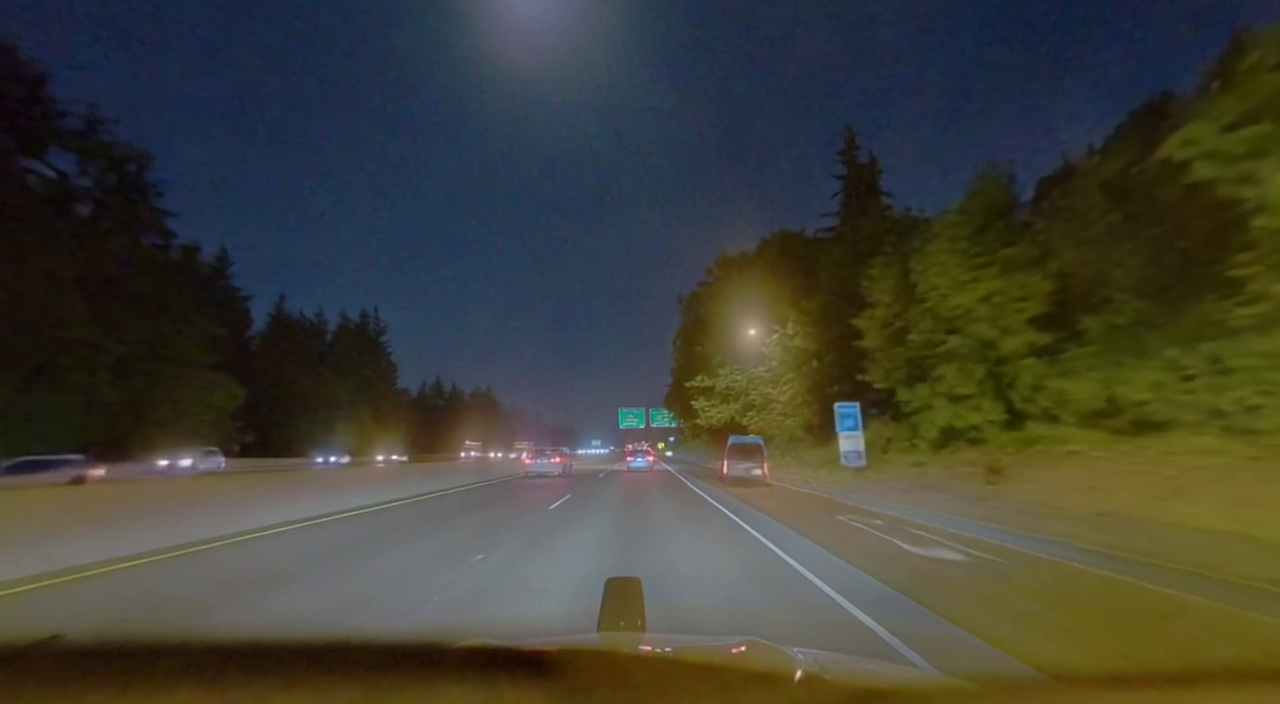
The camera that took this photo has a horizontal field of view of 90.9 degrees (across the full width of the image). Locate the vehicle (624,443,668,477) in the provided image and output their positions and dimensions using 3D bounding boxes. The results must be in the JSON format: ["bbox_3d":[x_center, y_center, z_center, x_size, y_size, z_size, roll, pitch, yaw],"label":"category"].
[{"bbox_3d":[0.283,5.047,29.560,1.960,1.456,3.818,0,-9,1],"label":"vehicle"}]

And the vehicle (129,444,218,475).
[{"bbox_3d":[-28.993,6.675,39.358,1.928,1.822,4.731,0,-9,0],"label":"vehicle"}]

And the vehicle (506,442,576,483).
[{"bbox_3d":[-4.007,4.571,26.294,2.081,1.534,4.543,0,-9,1],"label":"vehicle"}]
